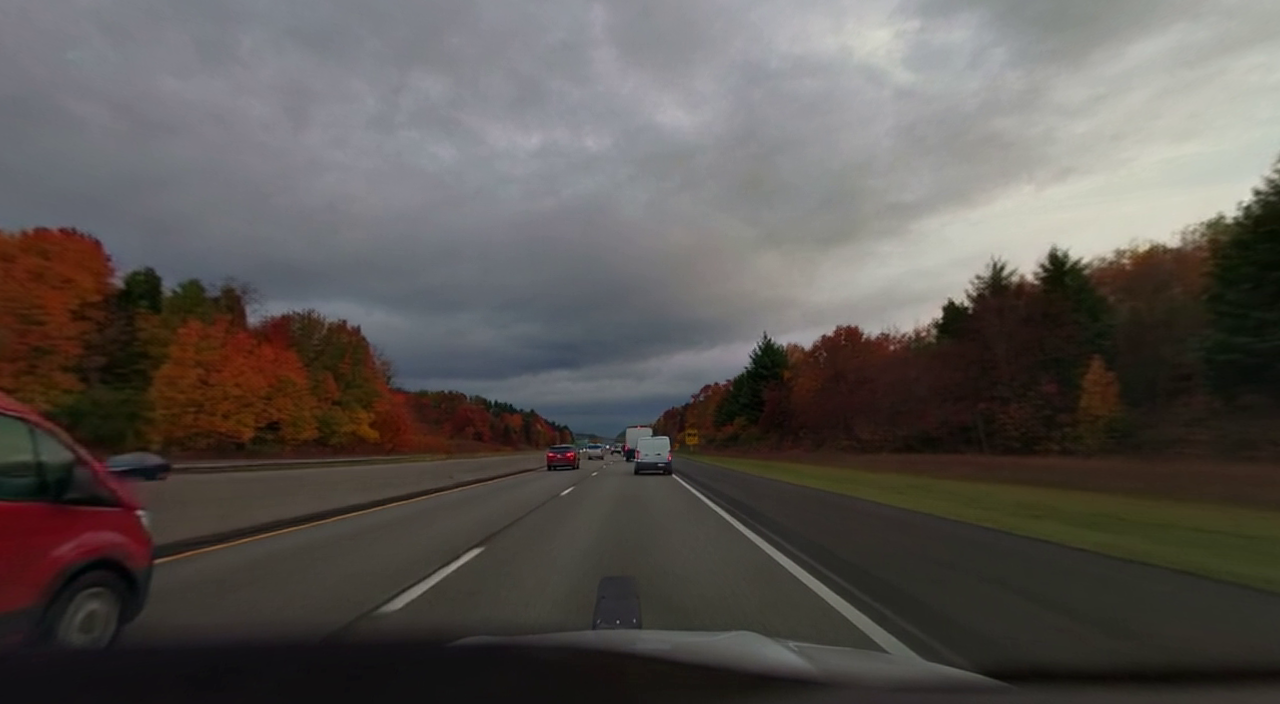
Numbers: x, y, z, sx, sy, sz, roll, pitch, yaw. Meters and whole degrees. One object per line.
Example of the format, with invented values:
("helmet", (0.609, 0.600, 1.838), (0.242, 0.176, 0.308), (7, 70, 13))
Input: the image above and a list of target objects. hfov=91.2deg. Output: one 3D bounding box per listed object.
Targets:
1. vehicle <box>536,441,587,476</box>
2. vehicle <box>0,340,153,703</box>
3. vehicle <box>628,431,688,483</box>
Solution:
("vehicle", (-3.992, 5.504, 32.601), (2.088, 1.688, 4.365), (0, -9, 0))
("vehicle", (-4.095, 0.673, 1.918), (2.021, 1.790, 3.907), (0, -9, -1))
("vehicle", (0.609, 4.262, 25.587), (2.179, 1.930, 4.538), (0, -9, -2))
